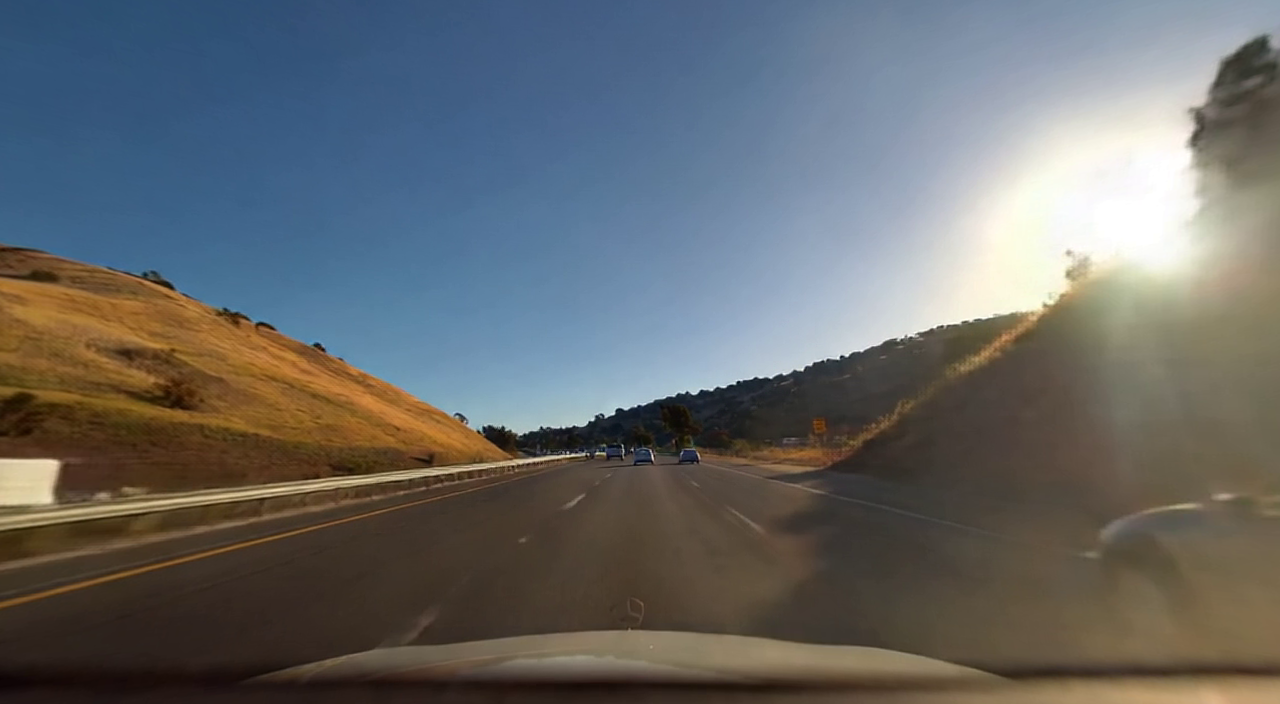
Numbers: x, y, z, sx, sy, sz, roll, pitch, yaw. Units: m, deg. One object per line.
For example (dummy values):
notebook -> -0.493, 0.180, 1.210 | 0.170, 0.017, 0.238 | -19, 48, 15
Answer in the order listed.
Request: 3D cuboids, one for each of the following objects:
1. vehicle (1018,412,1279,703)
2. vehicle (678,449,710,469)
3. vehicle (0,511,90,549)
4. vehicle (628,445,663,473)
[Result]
vehicle -> 3.778, 0.960, 2.317 | 2.020, 1.500, 4.416 | 0, -9, 0
vehicle -> 3.958, 7.909, 46.662 | 1.976, 1.352, 3.602 | 0, -9, 0
vehicle -> -32.258, 9.513, 33.955 | 1.678, 1.496, 3.845 | 0, -9, 1
vehicle -> 0.310, 6.441, 38.174 | 1.986, 1.576, 4.312 | 0, -9, 0
